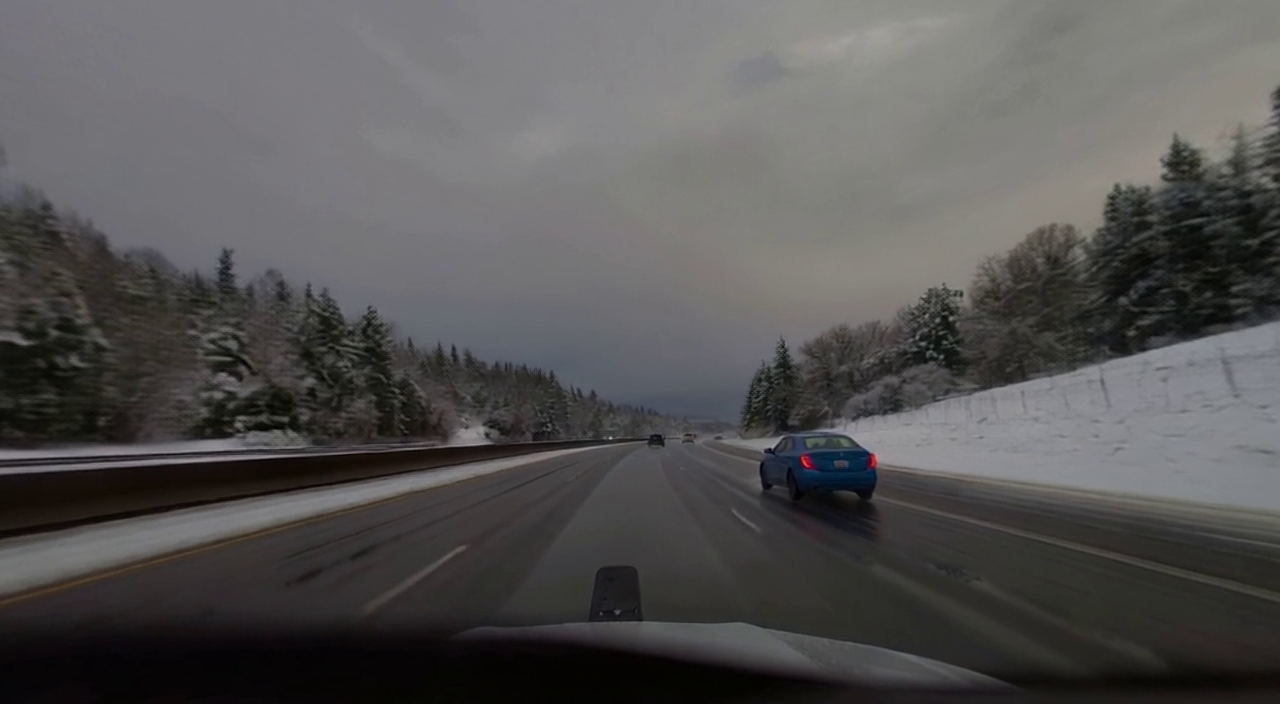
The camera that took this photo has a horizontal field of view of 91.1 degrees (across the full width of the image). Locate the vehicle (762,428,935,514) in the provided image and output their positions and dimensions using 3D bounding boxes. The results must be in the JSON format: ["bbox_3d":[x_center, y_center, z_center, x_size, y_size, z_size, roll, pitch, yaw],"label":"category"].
[{"bbox_3d":[3.990,2.323,12.951,1.982,1.452,4.294,0,-8,-2],"label":"vehicle"}]

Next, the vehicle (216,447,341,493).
[{"bbox_3d":[-12.385,4.022,21.850,2.066,1.396,3.813,0,-8,0],"label":"vehicle"}]

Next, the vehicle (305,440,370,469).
[{"bbox_3d":[-16.312,5.517,34.078,1.643,1.413,3.777,0,-8,0],"label":"vehicle"}]
